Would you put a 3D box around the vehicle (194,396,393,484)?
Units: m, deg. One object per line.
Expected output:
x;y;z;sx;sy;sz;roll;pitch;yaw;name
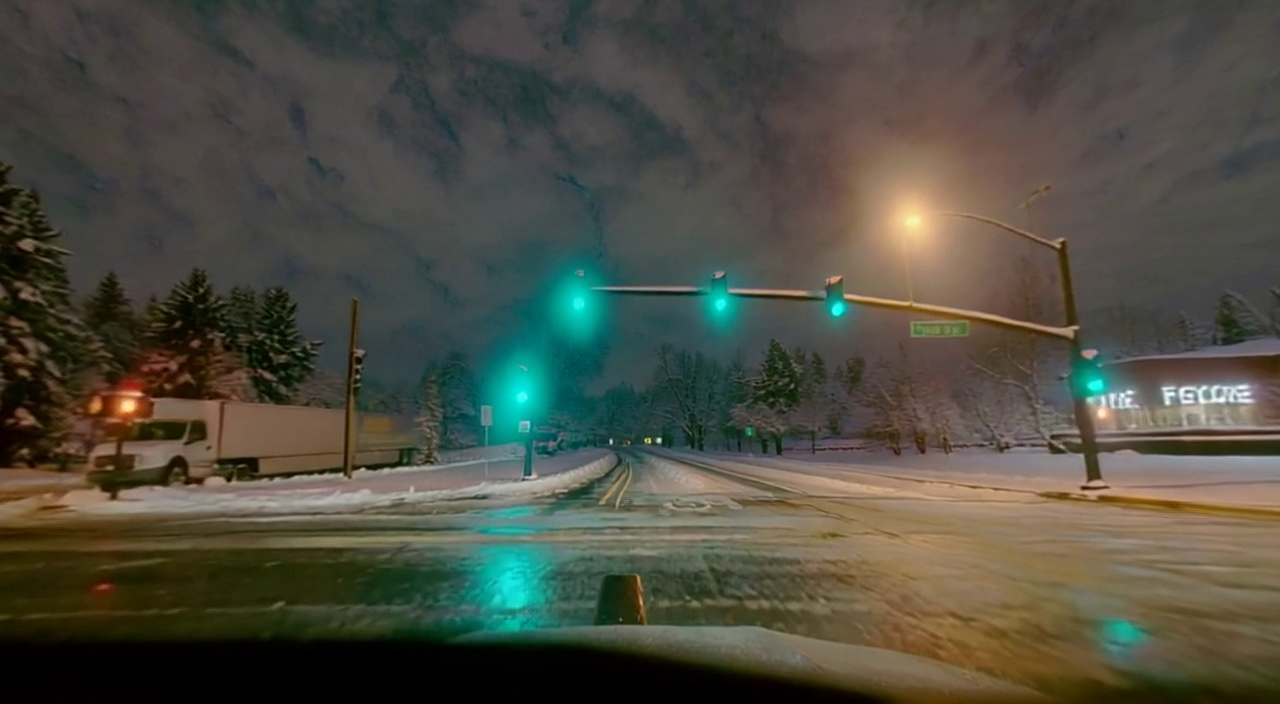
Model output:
-17.745;4.920;34.439;2.953;3.772;14.243;0;-9;-1;vehicle

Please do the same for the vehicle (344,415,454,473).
-17.821;7.058;48.254;3.044;3.826;13.690;0;-9;0;vehicle
